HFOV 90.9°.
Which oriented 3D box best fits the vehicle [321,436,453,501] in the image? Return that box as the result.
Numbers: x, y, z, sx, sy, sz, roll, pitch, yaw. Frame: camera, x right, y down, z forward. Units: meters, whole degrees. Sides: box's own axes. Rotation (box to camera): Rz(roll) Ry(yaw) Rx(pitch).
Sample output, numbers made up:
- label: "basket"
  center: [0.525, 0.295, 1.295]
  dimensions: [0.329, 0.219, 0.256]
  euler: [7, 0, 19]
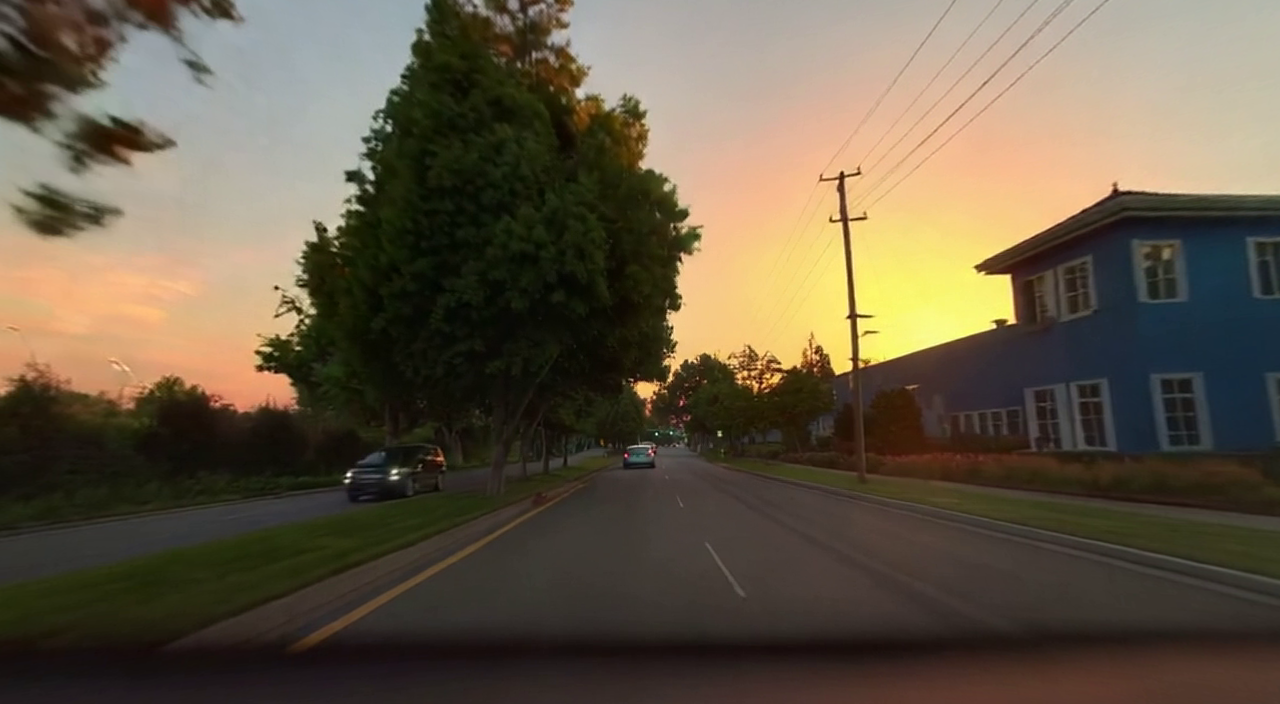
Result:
- label: "vehicle"
  center: [-7.648, 3.527, 19.632]
  dimensions: [2.055, 1.757, 4.584]
  euler: [0, -8, 2]

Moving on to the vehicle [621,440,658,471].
- label: "vehicle"
  center: [0.033, 6.195, 37.936]
  dimensions: [2.129, 1.713, 4.314]
  euler: [0, -8, 1]
